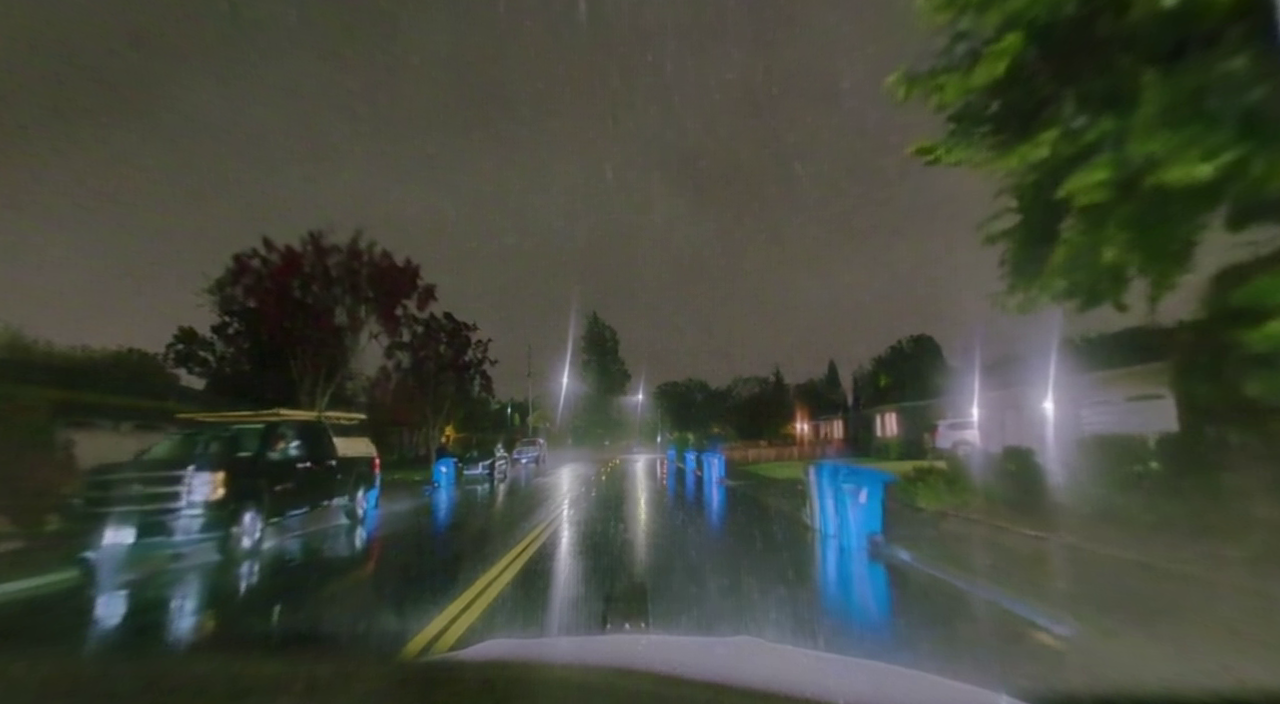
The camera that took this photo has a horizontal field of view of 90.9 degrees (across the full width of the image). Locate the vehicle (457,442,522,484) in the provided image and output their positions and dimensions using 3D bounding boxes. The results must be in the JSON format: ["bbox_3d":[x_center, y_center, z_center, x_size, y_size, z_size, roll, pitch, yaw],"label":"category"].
[{"bbox_3d":[-6.658,4.902,28.338,1.945,1.530,4.430,-4,-7,-2],"label":"vehicle"}]

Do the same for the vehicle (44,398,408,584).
[{"bbox_3d":[-6.330,1.974,10.907,2.223,2.115,5.707,5,-4,1],"label":"vehicle"}]

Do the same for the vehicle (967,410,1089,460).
[{"bbox_3d":[14.769,3.249,24.340,1.915,1.740,4.309,1,-9,-1],"label":"vehicle"}]

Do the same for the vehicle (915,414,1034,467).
[{"bbox_3d":[12.669,3.376,24.291,1.936,1.687,4.714,-5,-7,1],"label":"vehicle"}]

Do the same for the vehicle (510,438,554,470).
[{"bbox_3d":[-7.014,6.671,41.523,2.169,1.871,4.762,-3,-8,-2],"label":"vehicle"}]
